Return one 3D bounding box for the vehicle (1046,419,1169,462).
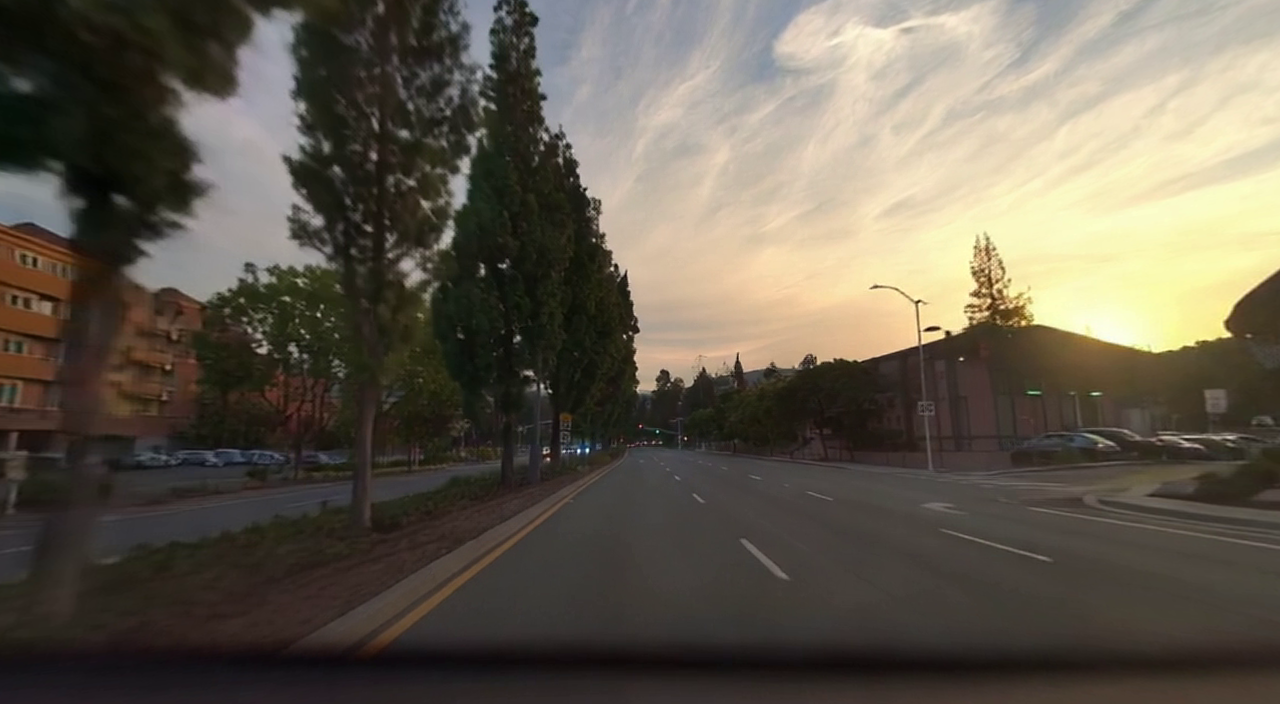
[{"bbox_3d":[27.571,5.269,37.562,2.186,2.298,5.989,1,-8,-7],"label":"vehicle"}]
